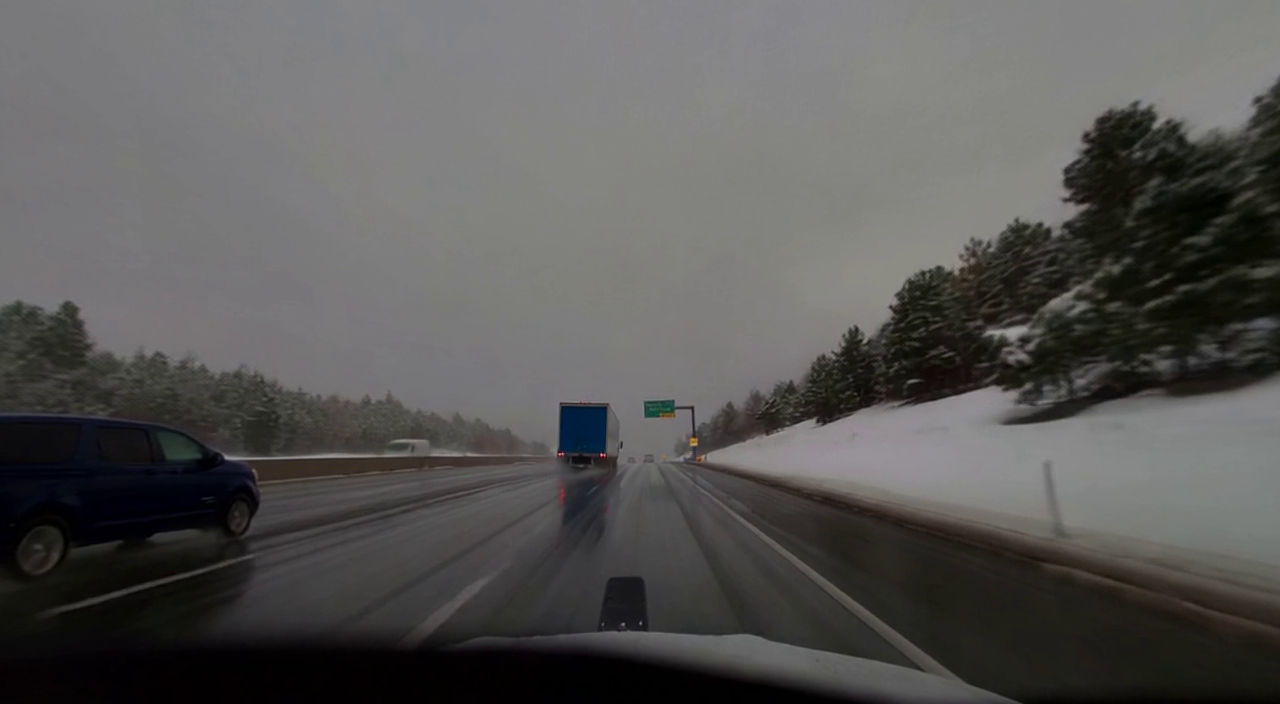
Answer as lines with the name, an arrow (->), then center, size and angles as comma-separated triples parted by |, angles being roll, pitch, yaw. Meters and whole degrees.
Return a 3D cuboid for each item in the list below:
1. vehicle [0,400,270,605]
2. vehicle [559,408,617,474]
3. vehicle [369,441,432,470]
vehicle -> -6.973, 1.612, 7.306 | 2.175, 1.860, 5.236 | 0, -9, 0
vehicle -> -3.490, 6.661, 46.867 | 2.893, 4.073, 15.281 | 0, -9, 0
vehicle -> -16.193, 7.010, 42.882 | 2.193, 1.861, 4.471 | -1, -9, 5
